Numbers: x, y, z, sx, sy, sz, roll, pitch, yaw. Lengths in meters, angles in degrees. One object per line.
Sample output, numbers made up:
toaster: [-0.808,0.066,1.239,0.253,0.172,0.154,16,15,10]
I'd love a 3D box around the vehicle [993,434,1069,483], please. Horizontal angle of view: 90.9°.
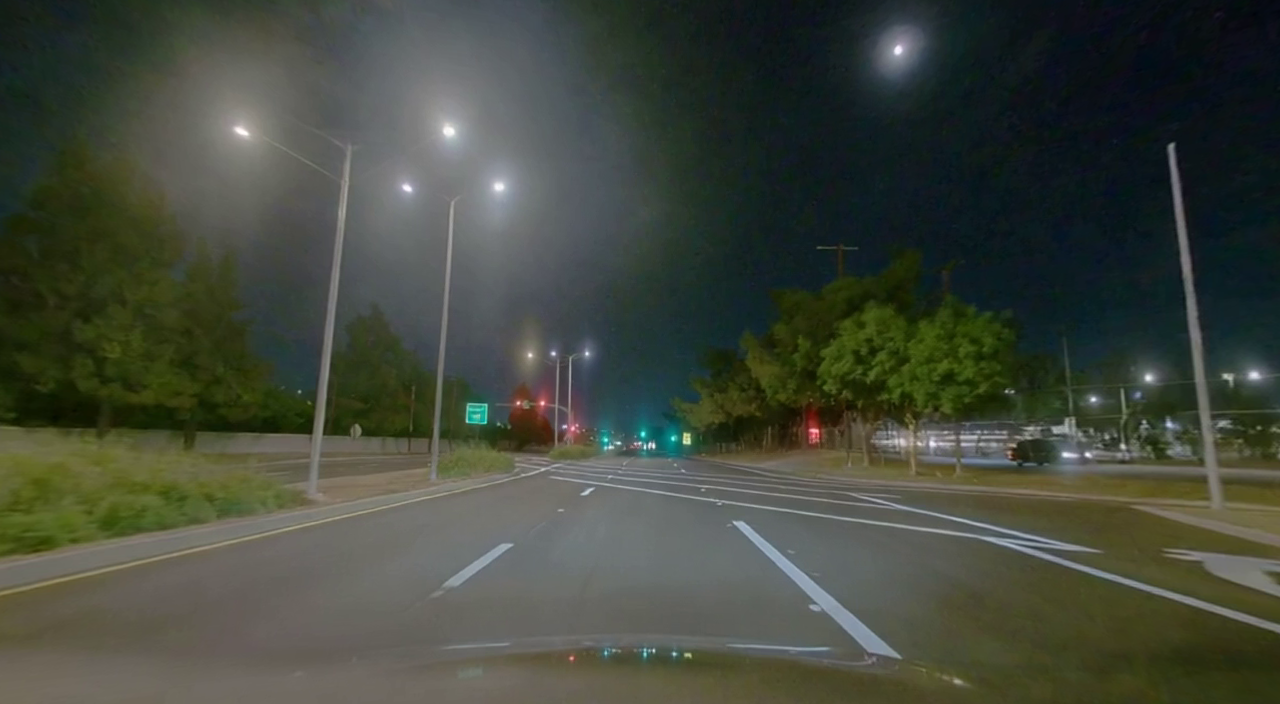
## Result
vehicle: [15.987,4.351,25.944,1.800,1.840,2.969,-3,-9,16]
